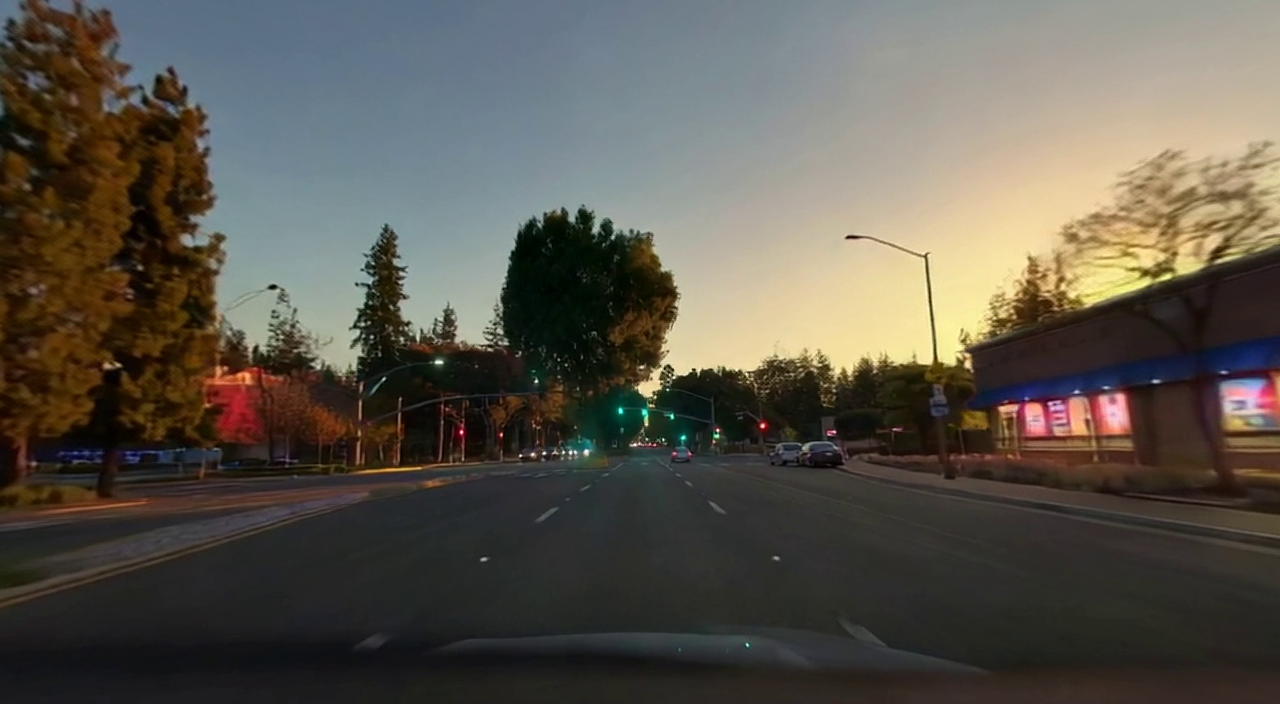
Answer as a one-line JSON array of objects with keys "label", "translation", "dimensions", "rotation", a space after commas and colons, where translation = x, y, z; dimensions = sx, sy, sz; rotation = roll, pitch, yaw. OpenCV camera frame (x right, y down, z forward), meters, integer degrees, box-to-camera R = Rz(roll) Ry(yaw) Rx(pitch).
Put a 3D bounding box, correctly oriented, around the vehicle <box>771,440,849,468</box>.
[{"label": "vehicle", "translation": [9.881, 5.939, 36.826], "dimensions": [4.007, 1.591, 1.915], "rotation": [-1, -8, 2]}]
